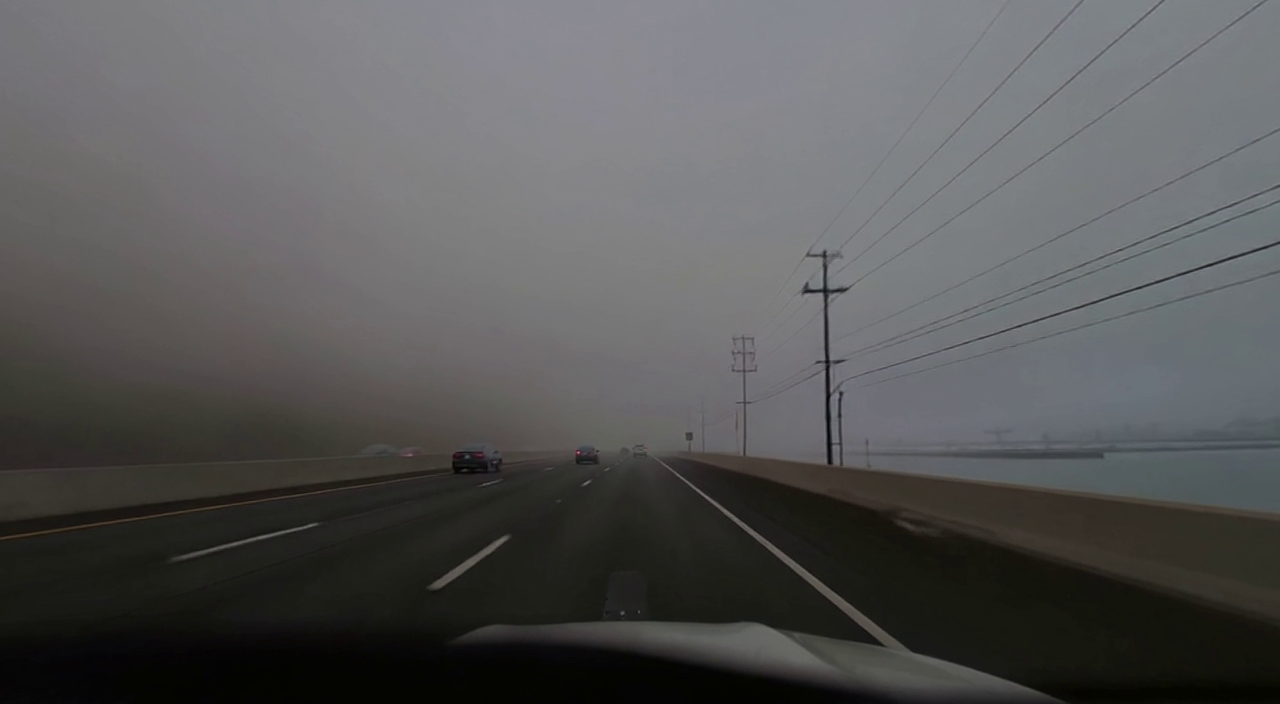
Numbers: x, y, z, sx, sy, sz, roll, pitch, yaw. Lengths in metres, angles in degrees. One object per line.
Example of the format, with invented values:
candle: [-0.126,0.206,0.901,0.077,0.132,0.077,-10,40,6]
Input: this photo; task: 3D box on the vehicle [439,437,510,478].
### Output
vehicle: [-7.540,4.854,29.261,2.050,1.717,4.418,0,-9,1]

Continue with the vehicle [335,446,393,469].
vehicle: [-18.815,7.174,43.292,1.872,1.466,4.649,0,-9,0]

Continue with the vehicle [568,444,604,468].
vehicle: [-3.531,6.911,42.197,1.957,1.494,4.207,0,-9,1]
